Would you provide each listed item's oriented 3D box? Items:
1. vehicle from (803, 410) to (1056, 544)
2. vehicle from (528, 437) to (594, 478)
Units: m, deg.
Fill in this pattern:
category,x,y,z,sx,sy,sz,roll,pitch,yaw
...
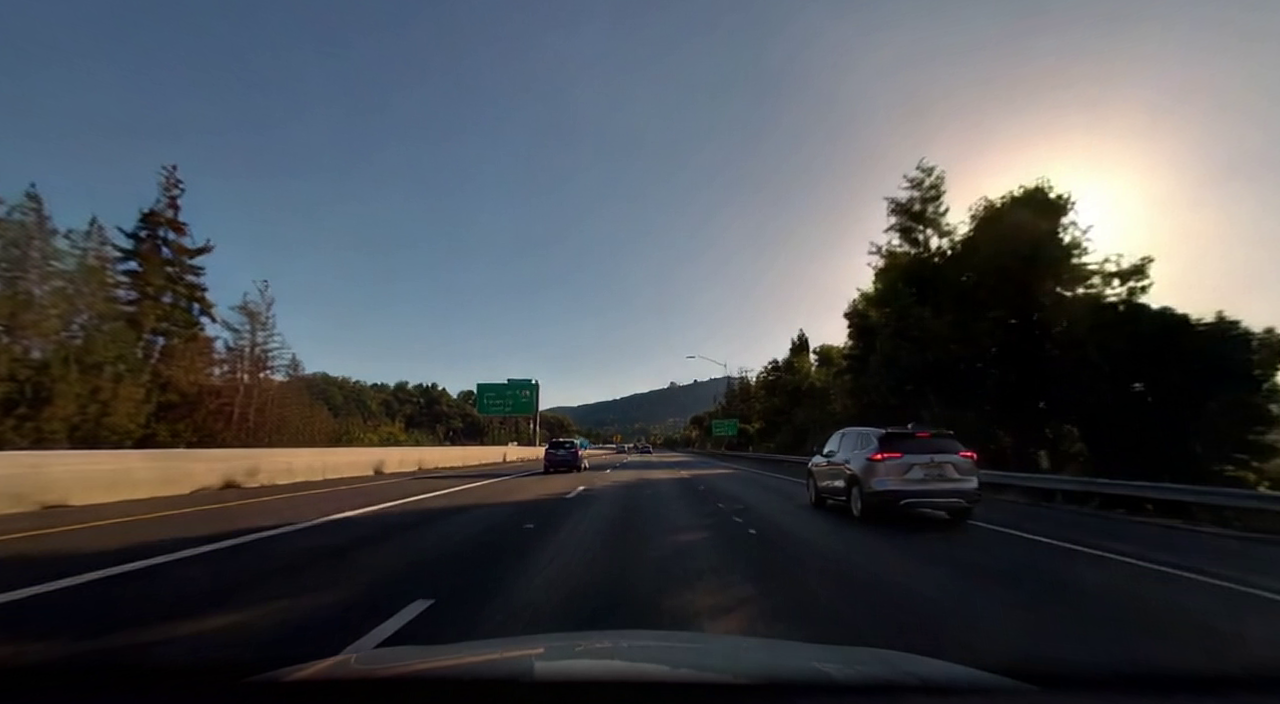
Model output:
category,x,y,z,sx,sy,sz,roll,pitch,yaw
vehicle,4.513,2.020,10.807,2.149,1.796,4.487,0,-8,0
vehicle,-3.308,4.537,27.226,2.166,1.608,4.297,0,-8,2
